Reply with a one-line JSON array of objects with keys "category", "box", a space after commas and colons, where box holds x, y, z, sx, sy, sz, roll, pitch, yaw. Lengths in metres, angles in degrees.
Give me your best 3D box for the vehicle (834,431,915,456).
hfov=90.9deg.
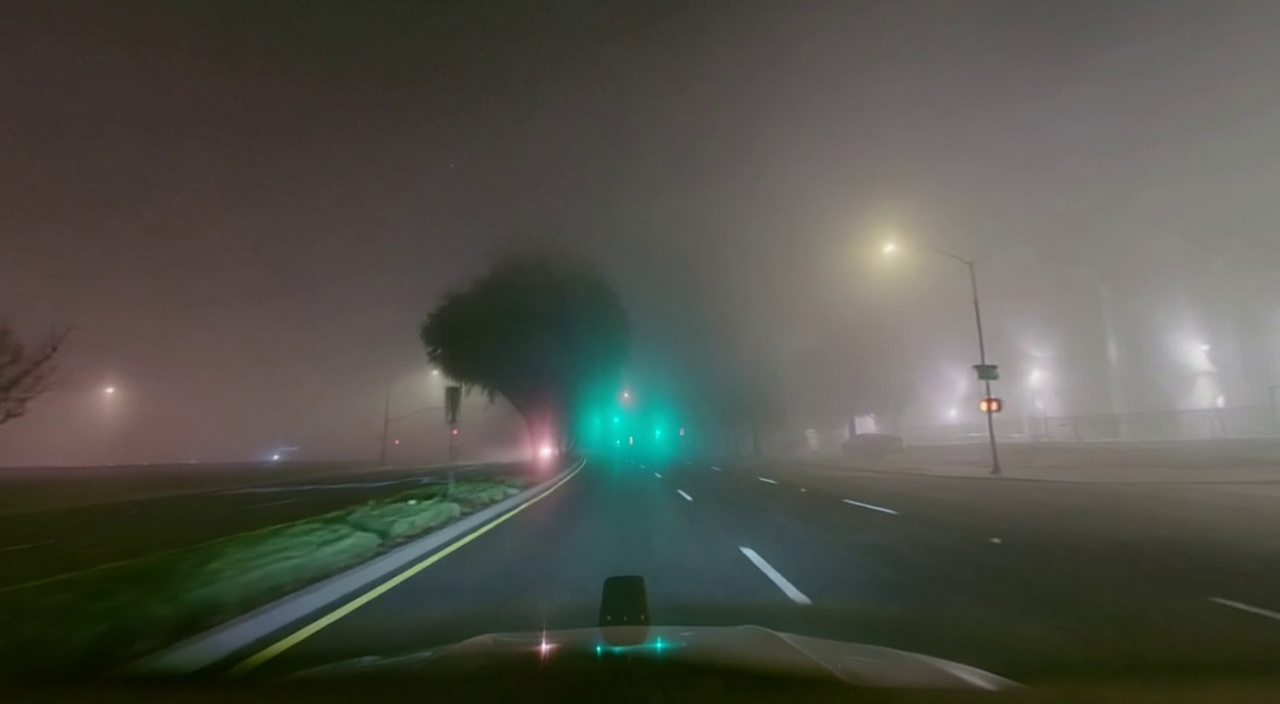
[{"category": "vehicle", "box": [15.825, 6.201, 42.717, 4.510, 1.667, 2.247, 1, -8, -6]}]
